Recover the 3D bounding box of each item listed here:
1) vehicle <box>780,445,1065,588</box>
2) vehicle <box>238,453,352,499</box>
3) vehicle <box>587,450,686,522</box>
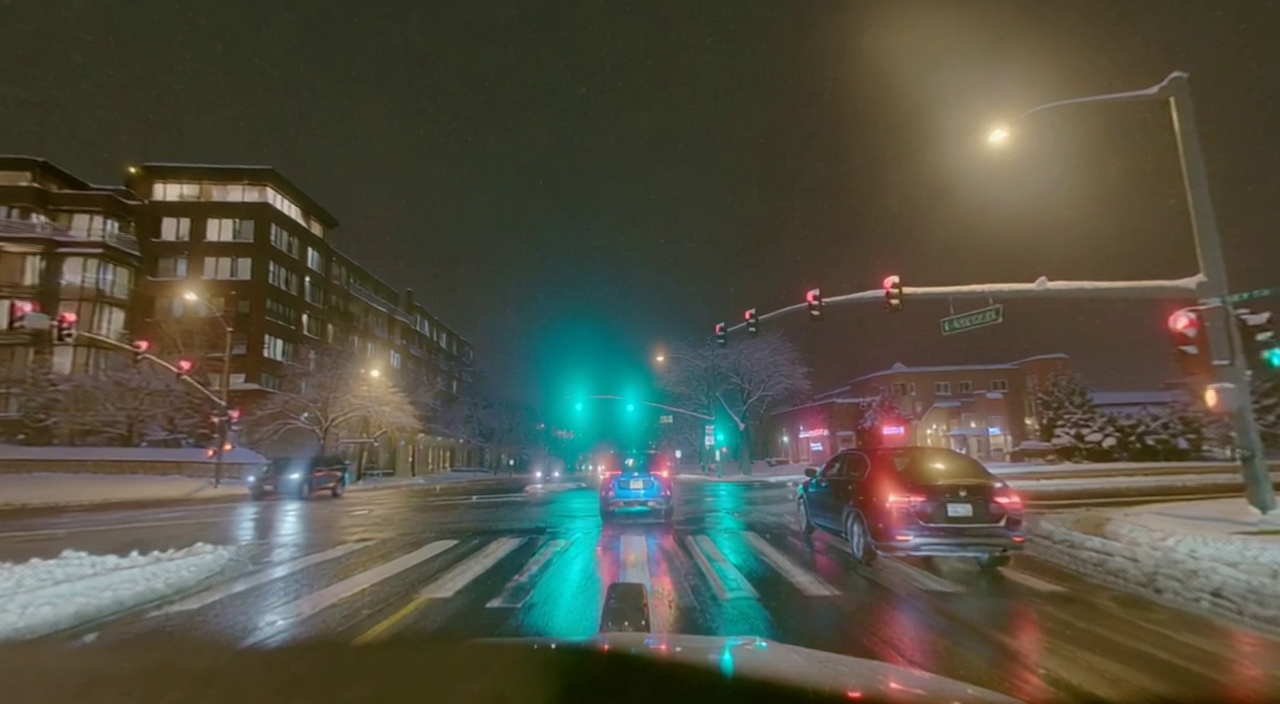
[{"bbox_3d":[3.347,1.984,8.522,1.860,1.430,4.089,0,-8,-1],"label":"vehicle"},{"bbox_3d":[-14.980,5.372,27.781,2.126,1.782,4.880,0,-8,2],"label":"vehicle"},{"bbox_3d":[-0.086,3.173,15.469,2.094,1.481,4.078,0,-8,0],"label":"vehicle"}]
